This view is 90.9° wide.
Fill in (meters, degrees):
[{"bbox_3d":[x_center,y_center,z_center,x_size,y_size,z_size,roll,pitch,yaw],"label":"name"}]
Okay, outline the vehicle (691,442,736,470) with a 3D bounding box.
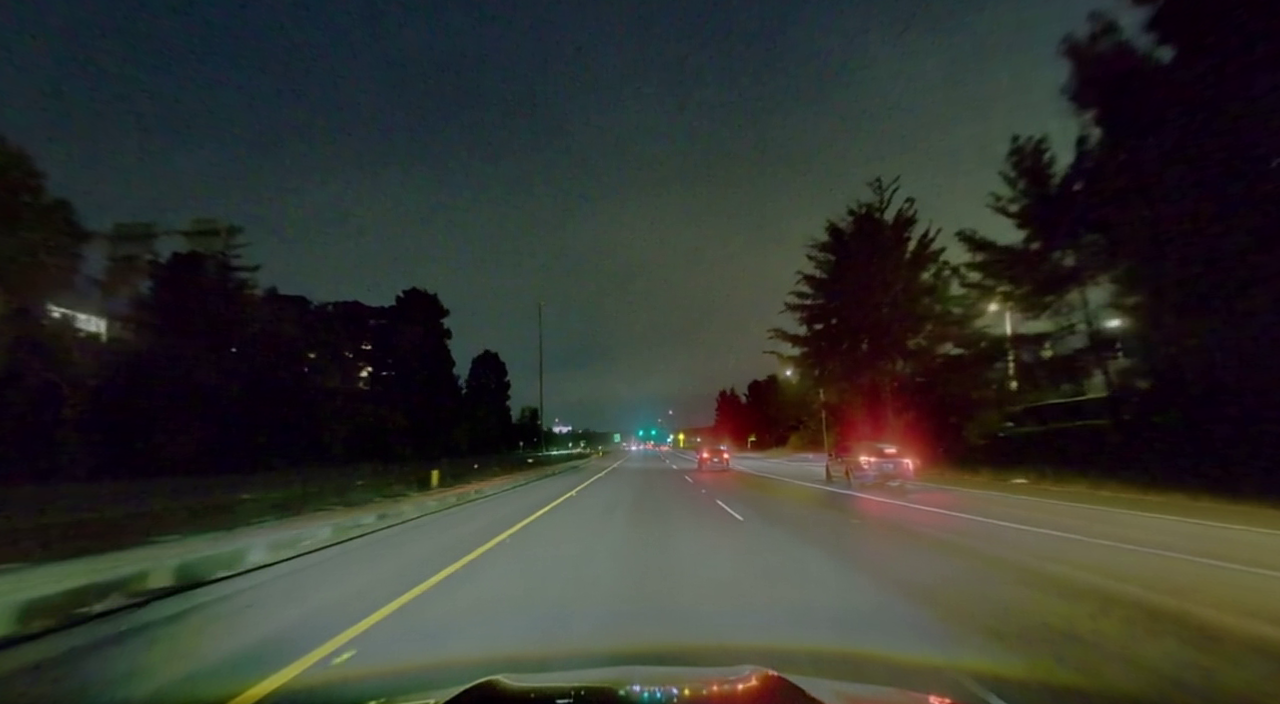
[{"bbox_3d":[4.253,6.099,37.054,2.042,1.518,4.477,0,-9,-1],"label":"vehicle"}]
